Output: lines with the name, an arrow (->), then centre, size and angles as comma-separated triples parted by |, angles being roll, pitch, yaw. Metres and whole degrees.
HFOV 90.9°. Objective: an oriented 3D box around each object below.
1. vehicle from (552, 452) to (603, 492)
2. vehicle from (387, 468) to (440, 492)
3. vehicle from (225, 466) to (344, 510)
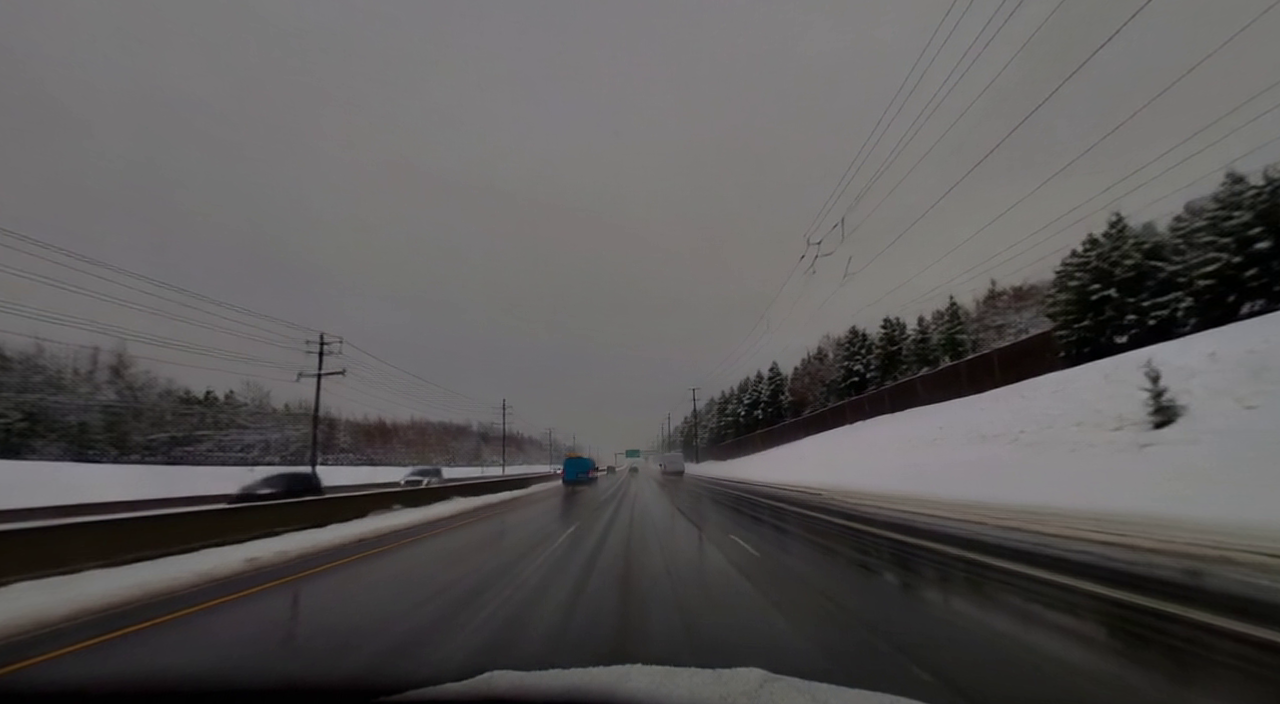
vehicle -> -3.401, 6.637, 35.037 | 2.324, 2.008, 4.654 | 1, -10, 0
vehicle -> -16.922, 9.560, 47.268 | 2.074, 1.684, 4.959 | 1, -10, 0
vehicle -> -13.167, 5.048, 23.700 | 1.980, 1.447, 4.248 | 1, -10, 0
